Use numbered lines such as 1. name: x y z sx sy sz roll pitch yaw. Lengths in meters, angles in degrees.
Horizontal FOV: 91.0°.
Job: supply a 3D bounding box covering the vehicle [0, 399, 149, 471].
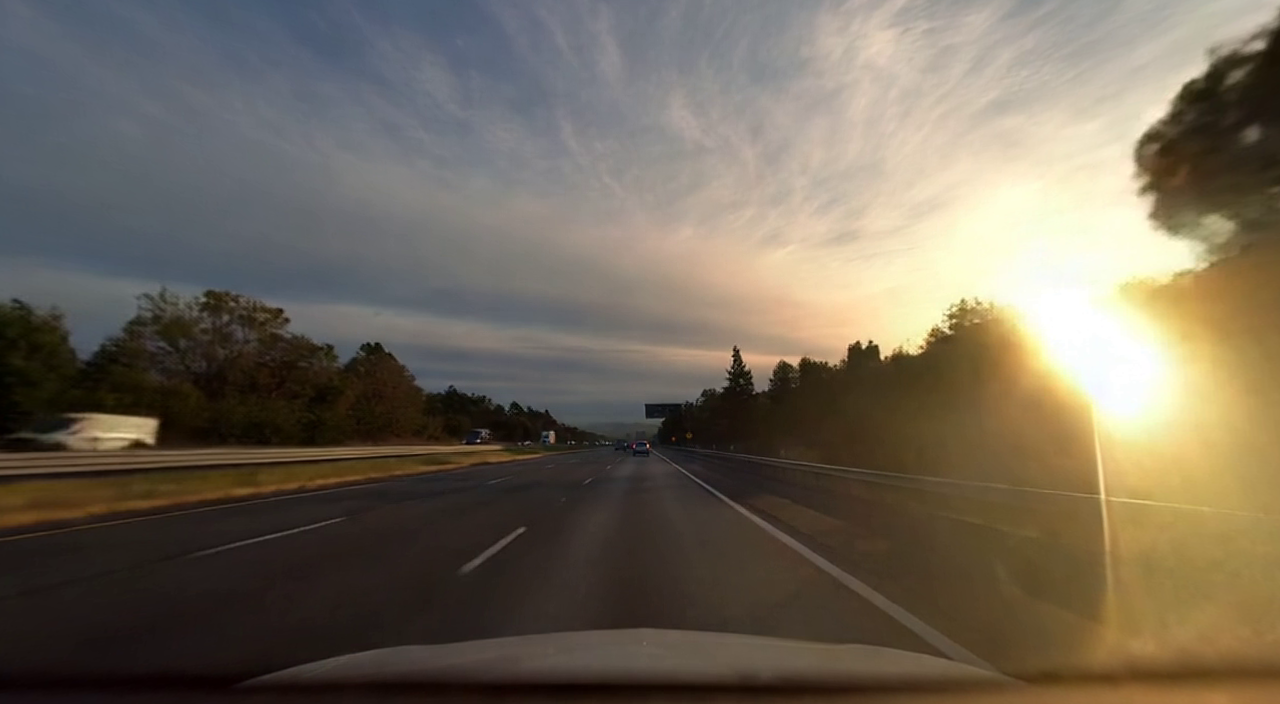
1. vehicle: -23.806 3.455 25.957 2.245 2.605 5.833 0 -8 1
